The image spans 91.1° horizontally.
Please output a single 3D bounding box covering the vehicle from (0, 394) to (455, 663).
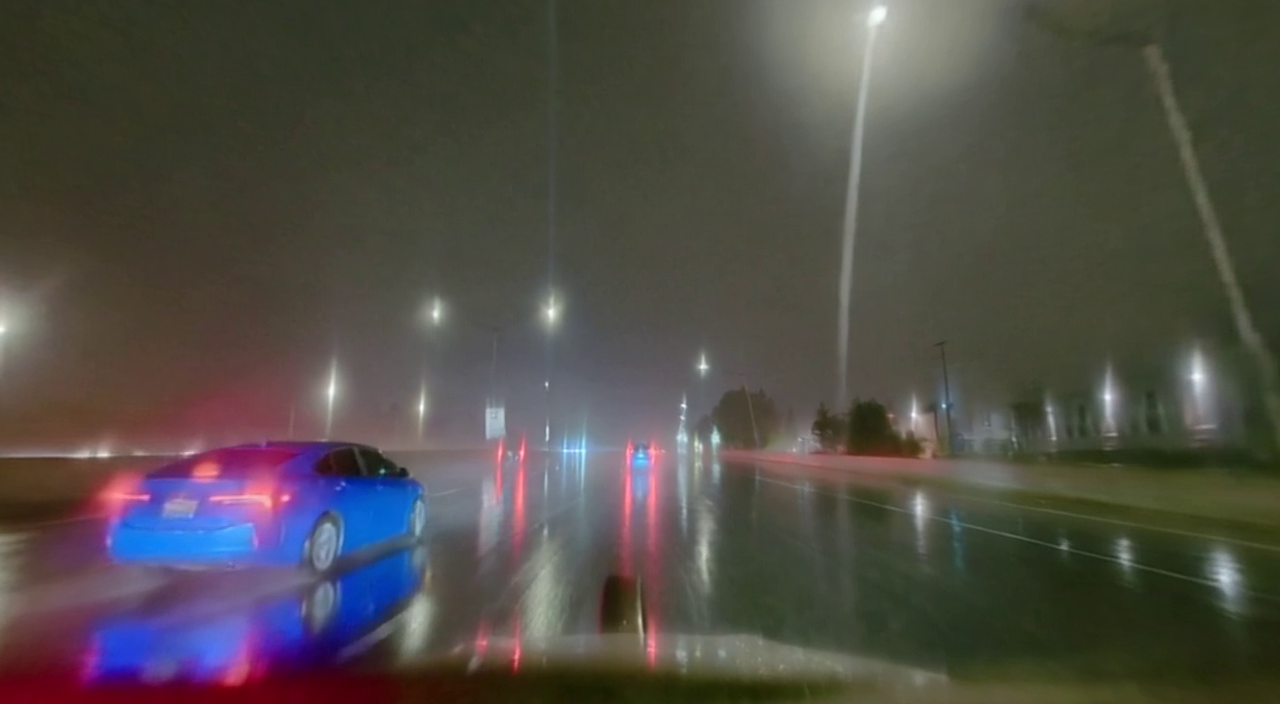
[{"bbox_3d":[-3.642,1.413,6.157,2.124,1.607,4.531,0,-9,2],"label":"vehicle"}]

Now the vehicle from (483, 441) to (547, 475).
[{"bbox_3d":[-6.103,5.204,31.140,1.994,1.519,4.668,0,-9,3],"label":"vehicle"}]

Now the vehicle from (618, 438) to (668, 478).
[{"bbox_3d":[0.182,4.841,28.847,2.155,1.690,4.318,0,-9,1],"label":"vehicle"}]
